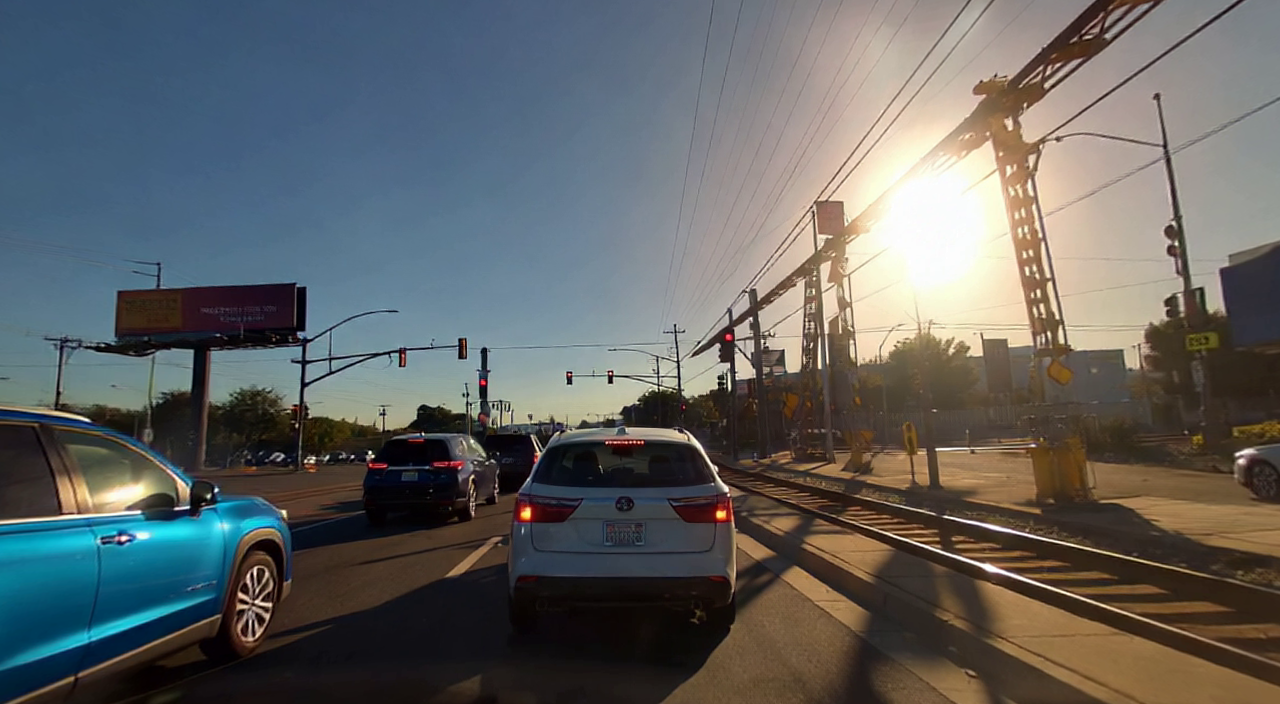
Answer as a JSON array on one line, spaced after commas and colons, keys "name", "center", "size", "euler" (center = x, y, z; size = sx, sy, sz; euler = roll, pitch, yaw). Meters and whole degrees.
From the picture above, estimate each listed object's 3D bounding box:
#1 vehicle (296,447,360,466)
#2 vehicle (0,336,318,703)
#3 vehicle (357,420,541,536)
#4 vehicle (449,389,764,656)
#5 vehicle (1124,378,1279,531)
[{"name": "vehicle", "center": [-24.208, 8.095, 49.074], "size": [4.357, 1.444, 1.842], "euler": [-3, -9, 19]}, {"name": "vehicle", "center": [-3.936, 0.874, 3.059], "size": [2.052, 1.814, 5.184], "euler": [0, -9, -1]}, {"name": "vehicle", "center": [-3.158, 2.183, 11.514], "size": [1.988, 1.678, 4.317], "euler": [0, -9, 0]}, {"name": "vehicle", "center": [-0.215, 1.379, 5.997], "size": [2.025, 1.723, 3.644], "euler": [0, -9, 0]}, {"name": "vehicle", "center": [9.608, 1.310, 8.200], "size": [5.060, 1.702, 2.033], "euler": [1, -9, -4]}]
